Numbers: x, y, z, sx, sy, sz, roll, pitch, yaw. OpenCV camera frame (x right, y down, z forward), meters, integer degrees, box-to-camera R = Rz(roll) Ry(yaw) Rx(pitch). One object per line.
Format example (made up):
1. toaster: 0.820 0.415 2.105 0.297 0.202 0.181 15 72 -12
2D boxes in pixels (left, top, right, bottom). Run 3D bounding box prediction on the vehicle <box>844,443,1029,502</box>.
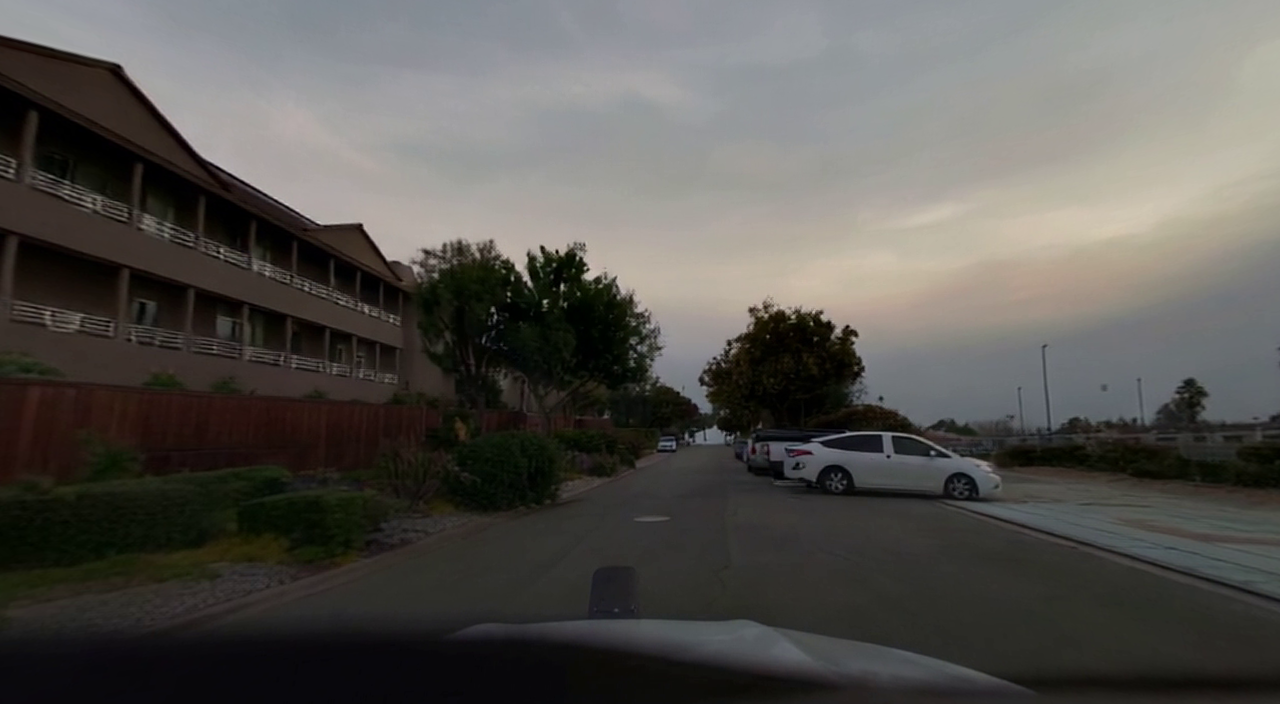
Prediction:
1. vehicle: 7.922 3.259 17.343 4.195 1.446 1.979 -1 -9 11
